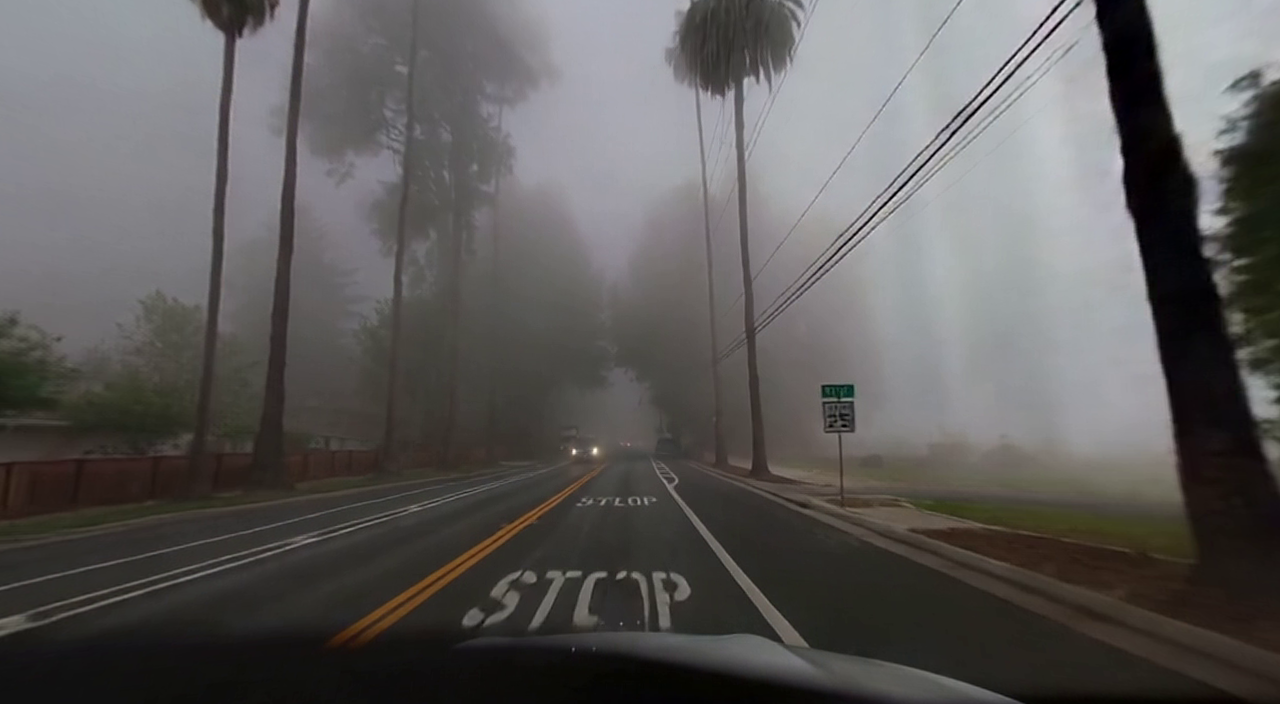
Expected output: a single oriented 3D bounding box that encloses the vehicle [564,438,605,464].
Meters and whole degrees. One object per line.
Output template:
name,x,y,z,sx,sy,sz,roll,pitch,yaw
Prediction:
vehicle,-3.844,6.913,44.452,2.336,1.669,5.581,0,-8,0
